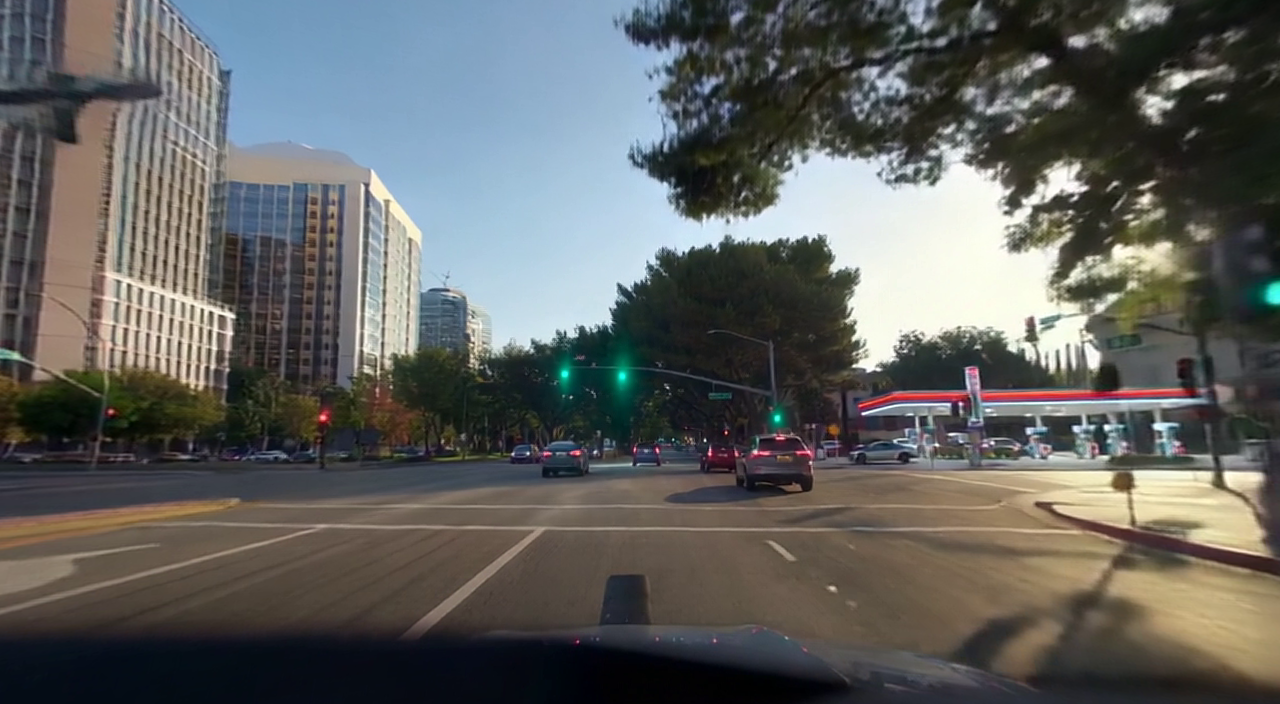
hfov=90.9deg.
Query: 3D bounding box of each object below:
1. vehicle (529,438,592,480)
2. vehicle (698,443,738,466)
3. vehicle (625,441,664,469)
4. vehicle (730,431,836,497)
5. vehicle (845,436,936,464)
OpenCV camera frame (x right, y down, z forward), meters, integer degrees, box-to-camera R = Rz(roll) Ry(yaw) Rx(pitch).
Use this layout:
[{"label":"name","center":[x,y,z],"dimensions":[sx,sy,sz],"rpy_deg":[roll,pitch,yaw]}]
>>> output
[{"label":"vehicle","center":[-3.194,4.406,26.216],"dimensions":[2.023,1.607,4.086],"rpy_deg":[0,-8,1]},{"label":"vehicle","center":[5.211,6.898,42.621],"dimensions":[2.174,1.462,4.400],"rpy_deg":[0,-8,1]},{"label":"vehicle","center":[0.241,5.855,35.979],"dimensions":[2.104,1.477,4.591],"rpy_deg":[0,-8,0]},{"label":"vehicle","center":[3.981,3.185,18.287],"dimensions":[2.022,1.683,4.171],"rpy_deg":[0,-8,-1]},{"label":"vehicle","center":[18.538,7.268,46.792],"dimensions":[5.585,1.866,2.607],"rpy_deg":[-1,-9,-3]}]
